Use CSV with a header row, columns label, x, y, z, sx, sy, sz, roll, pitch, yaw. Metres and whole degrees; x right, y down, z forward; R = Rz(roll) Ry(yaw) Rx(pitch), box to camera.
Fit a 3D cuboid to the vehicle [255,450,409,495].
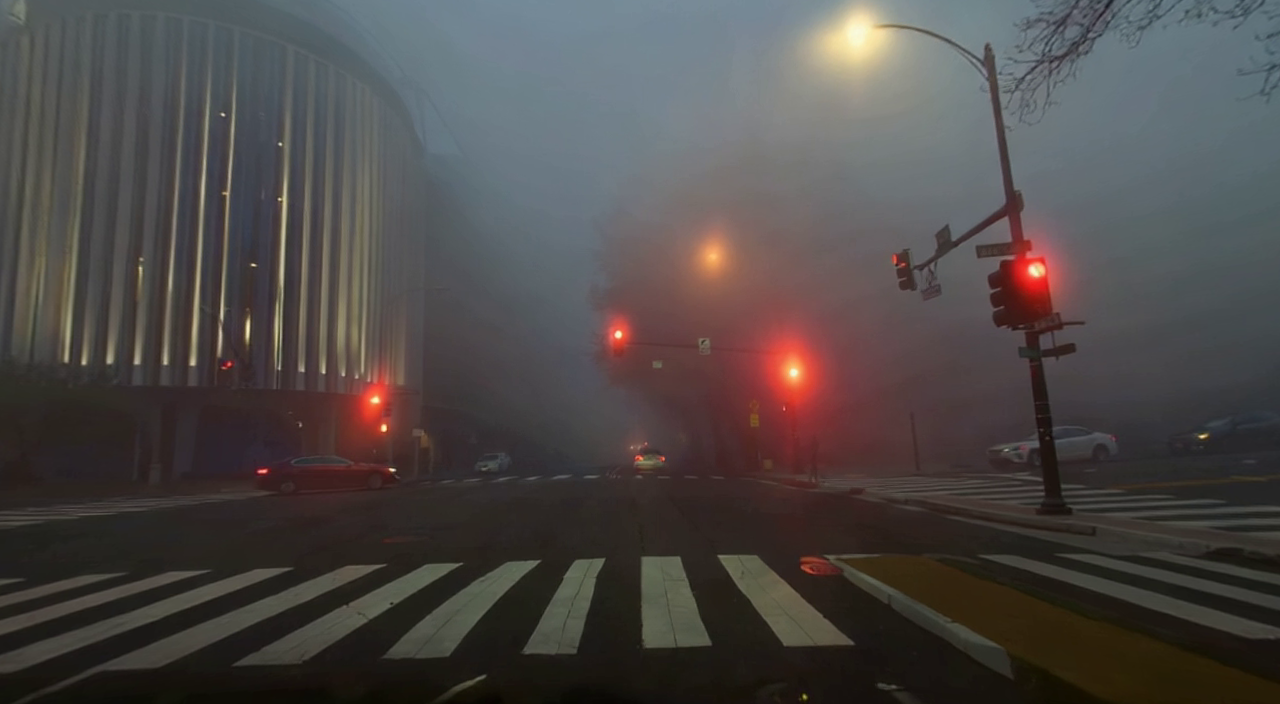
label,x,y,z,sx,sy,sz,roll,pitch,yaw
vehicle,-11.222,4.350,23.253,4.833,1.452,2.088,4,-9,-27
